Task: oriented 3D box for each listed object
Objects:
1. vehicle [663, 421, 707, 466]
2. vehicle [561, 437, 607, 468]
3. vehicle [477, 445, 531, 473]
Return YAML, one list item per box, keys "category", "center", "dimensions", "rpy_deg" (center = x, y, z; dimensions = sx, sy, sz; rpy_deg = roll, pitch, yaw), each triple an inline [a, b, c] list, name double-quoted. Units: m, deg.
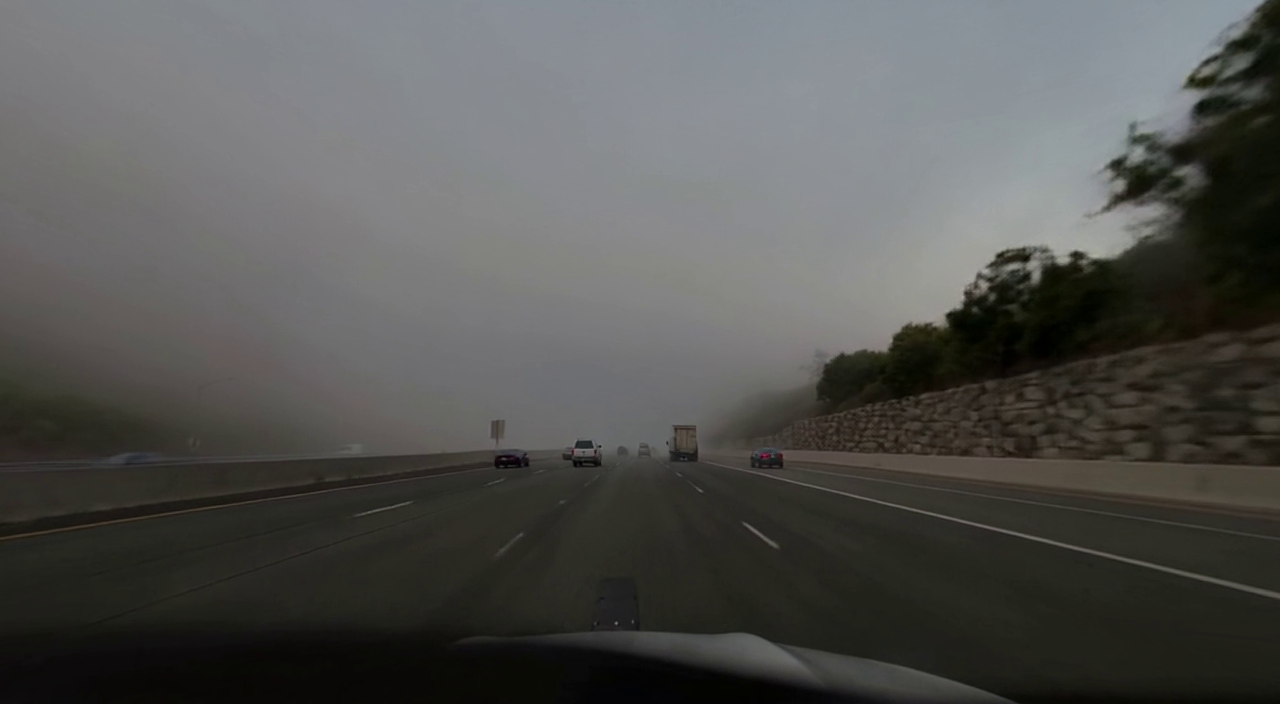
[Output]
- category: "vehicle"
  center: [3.305, 7.027, 48.381]
  dimensions: [2.795, 3.187, 7.205]
  rpy_deg: [0, -8, 0]
- category: "vehicle"
  center: [-3.904, 7.155, 45.061]
  dimensions: [2.720, 2.041, 5.432]
  rpy_deg: [0, -8, 1]
- category: "vehicle"
  center: [-7.821, 6.158, 36.735]
  dimensions: [2.102, 1.522, 4.394]
  rpy_deg: [0, -8, 0]
